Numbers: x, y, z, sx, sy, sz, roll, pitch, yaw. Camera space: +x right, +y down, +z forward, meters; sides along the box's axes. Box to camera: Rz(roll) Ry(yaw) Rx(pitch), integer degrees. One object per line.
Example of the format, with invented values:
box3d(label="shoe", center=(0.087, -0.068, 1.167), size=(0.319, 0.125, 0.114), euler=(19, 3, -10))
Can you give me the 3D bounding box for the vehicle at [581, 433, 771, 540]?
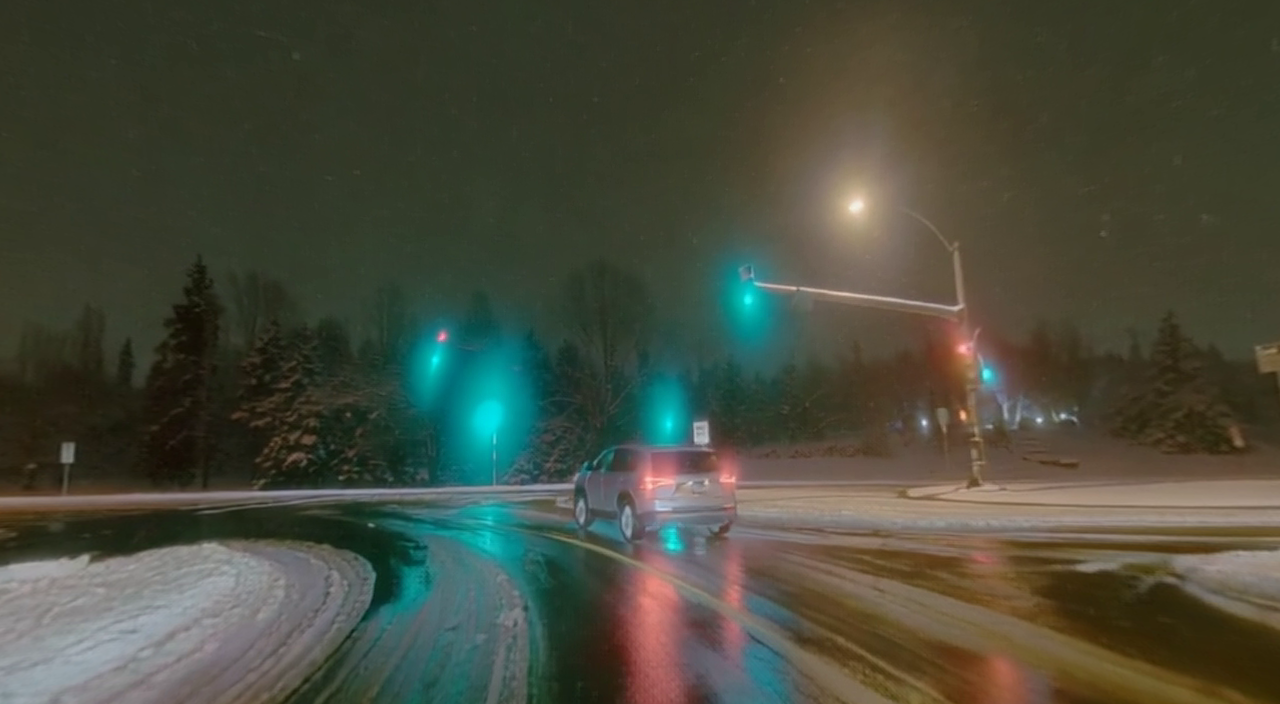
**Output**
box3d(label="vehicle", center=(0.456, 2.448, 12.193), size=(1.938, 1.648, 4.211), euler=(4, -9, -24))
